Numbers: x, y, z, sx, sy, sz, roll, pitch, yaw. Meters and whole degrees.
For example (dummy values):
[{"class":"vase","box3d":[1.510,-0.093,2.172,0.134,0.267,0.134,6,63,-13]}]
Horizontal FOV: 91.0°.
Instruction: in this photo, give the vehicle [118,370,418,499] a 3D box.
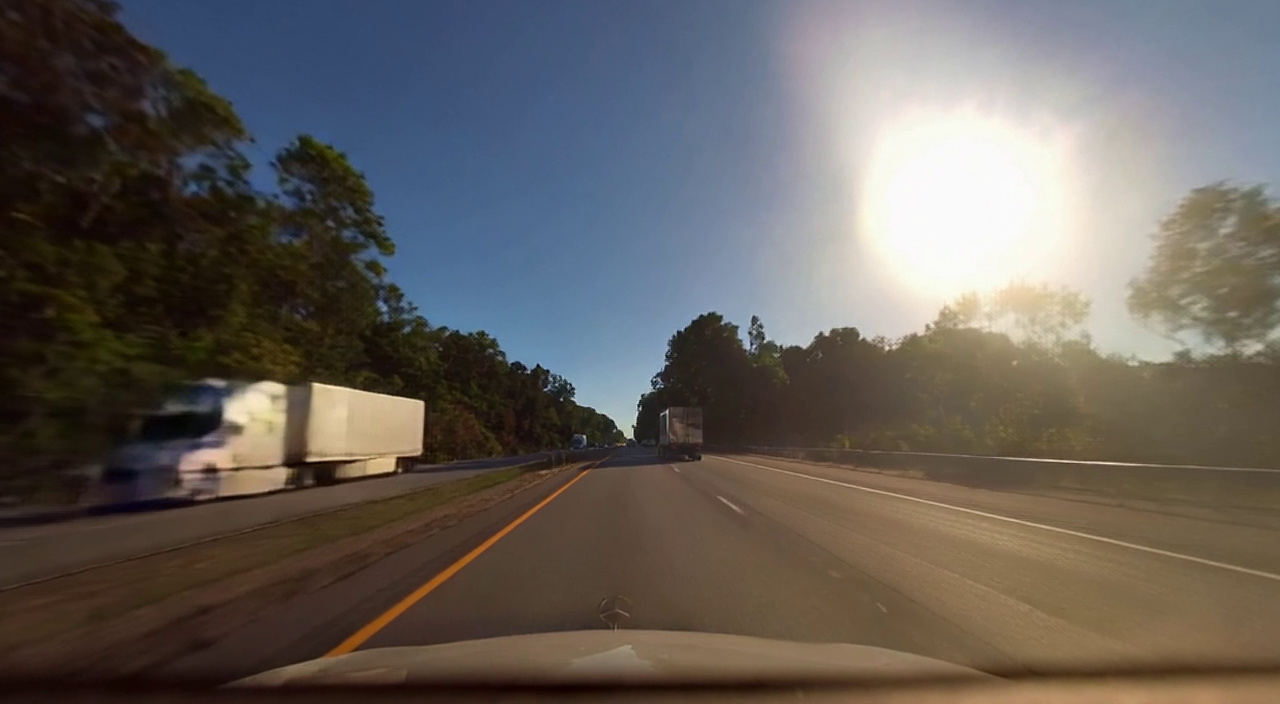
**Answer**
[{"class":"vehicle","box3d":[-14.403,3.701,27.896,3.356,3.915,17.078,0,-8,-1]}]
